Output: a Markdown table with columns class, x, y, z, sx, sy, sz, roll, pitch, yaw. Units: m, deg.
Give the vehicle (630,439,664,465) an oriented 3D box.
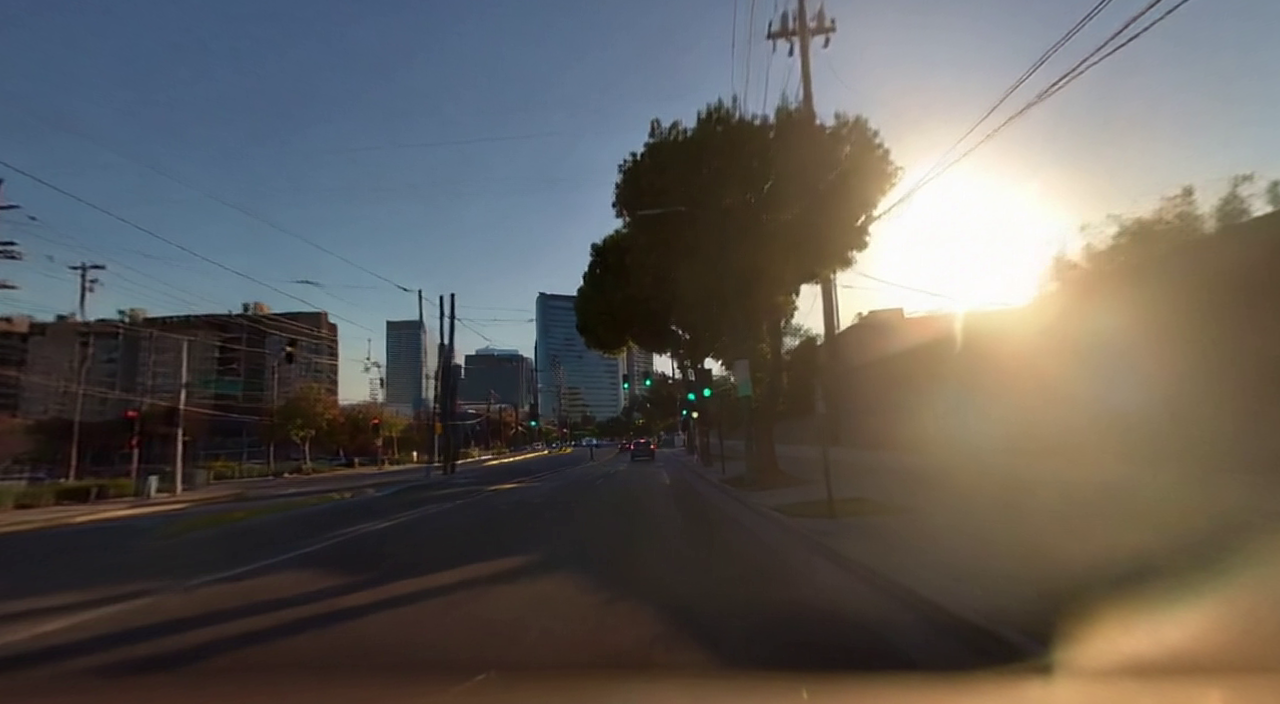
| class | x | y | z | sx | sy | sz | roll | pitch | yaw |
| --- | --- | --- | --- | --- | --- | --- | --- | --- | --- |
| vehicle | 0.414 | 6.529 | 41.245 | 2.105 | 1.611 | 3.750 | 0 | -8 | 0 |
